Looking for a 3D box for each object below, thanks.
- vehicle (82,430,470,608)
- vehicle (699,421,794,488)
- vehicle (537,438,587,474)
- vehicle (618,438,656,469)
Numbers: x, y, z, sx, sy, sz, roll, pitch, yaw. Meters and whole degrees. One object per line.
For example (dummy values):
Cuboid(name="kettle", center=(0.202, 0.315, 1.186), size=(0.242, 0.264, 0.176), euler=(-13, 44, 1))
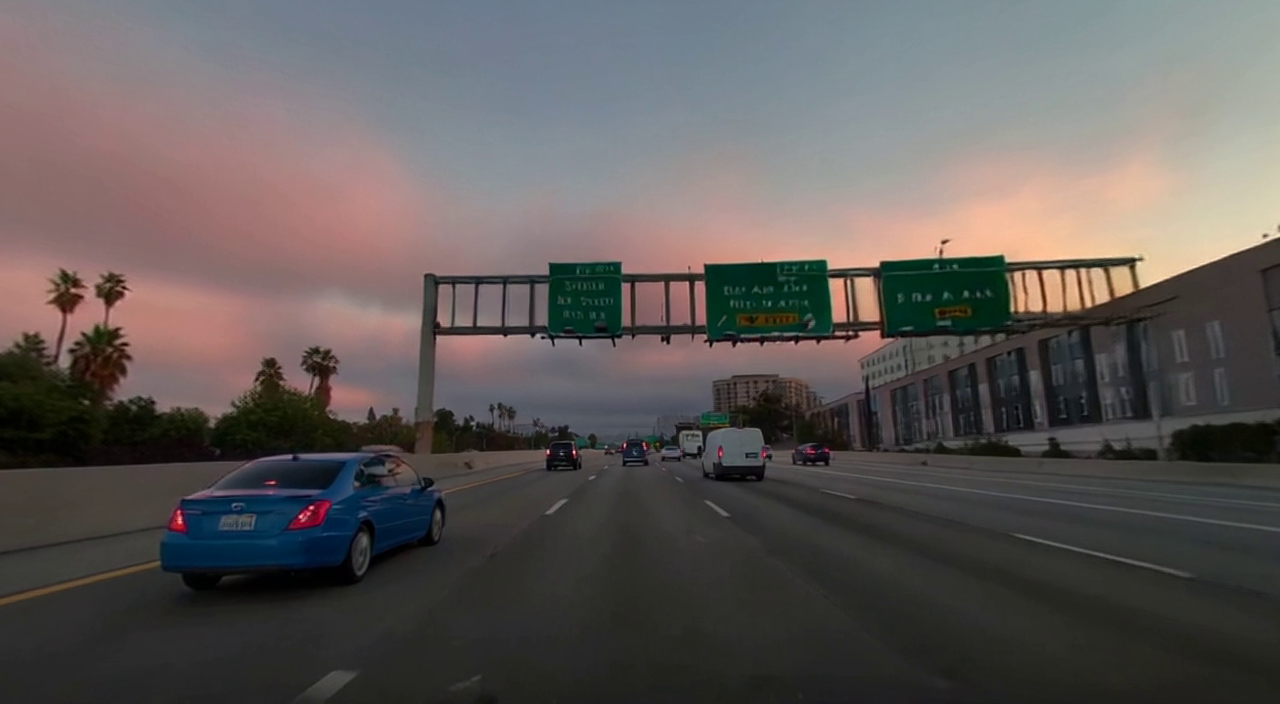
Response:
Cuboid(name="vehicle", center=(-3.631, 1.731, 7.513), size=(1.991, 1.469, 4.381), euler=(0, -9, 0))
Cuboid(name="vehicle", center=(3.612, 3.661, 22.724), size=(2.250, 2.074, 5.723), euler=(0, -9, -2))
Cuboid(name="vehicle", center=(-4.105, 5.562, 33.986), size=(2.109, 1.793, 4.613), euler=(0, -9, 0))
Cuboid(name="vehicle", center=(-0.213, 6.290, 39.160), size=(2.212, 1.786, 4.198), euler=(0, -9, -1))
